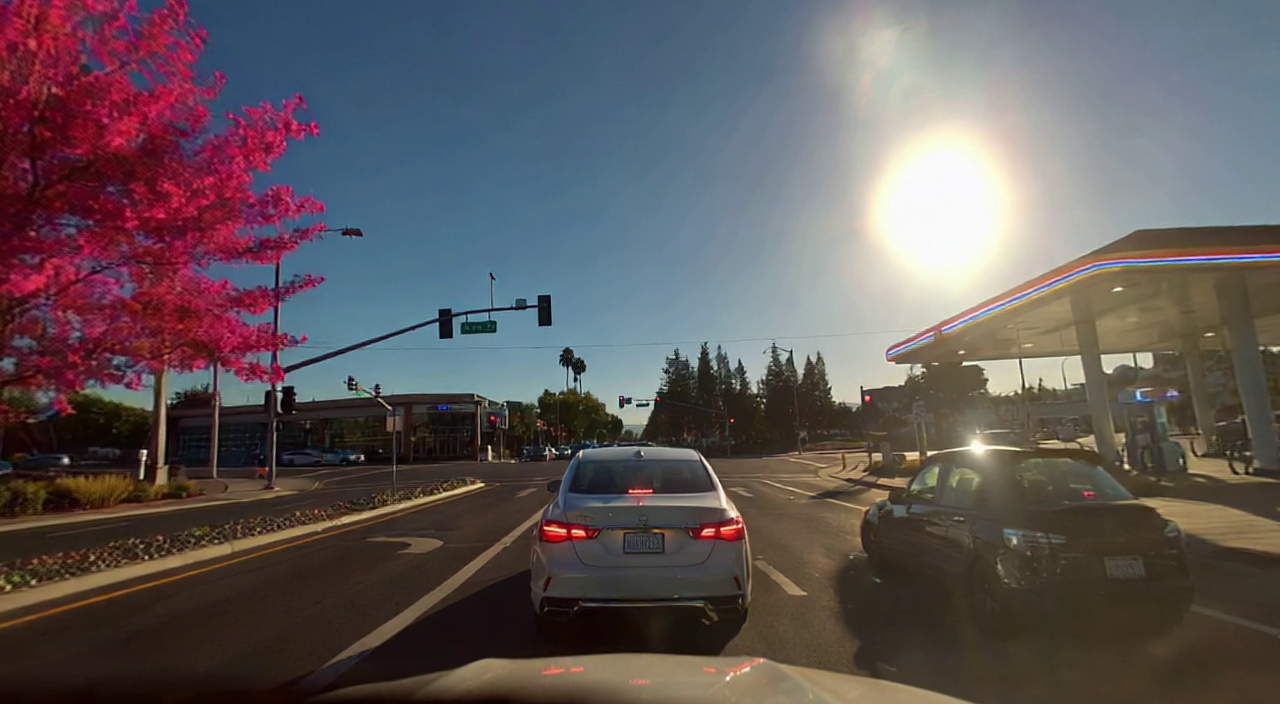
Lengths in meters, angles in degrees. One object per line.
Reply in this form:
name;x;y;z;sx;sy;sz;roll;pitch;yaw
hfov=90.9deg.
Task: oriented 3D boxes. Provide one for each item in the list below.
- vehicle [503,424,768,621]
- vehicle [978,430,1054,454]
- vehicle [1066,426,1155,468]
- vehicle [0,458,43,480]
vehicle;-0.033;1.598;6.894;2.010;1.482;4.057;0;-8;0
vehicle;25.557;6.152;42.945;3.975;1.563;1.755;-1;-8;5
vehicle;18.613;3.746;24.879;4.091;1.495;2.053;8;-12;-44
vehicle;-44.863;8.174;44.168;4.380;1.409;1.841;-1;-8;5
